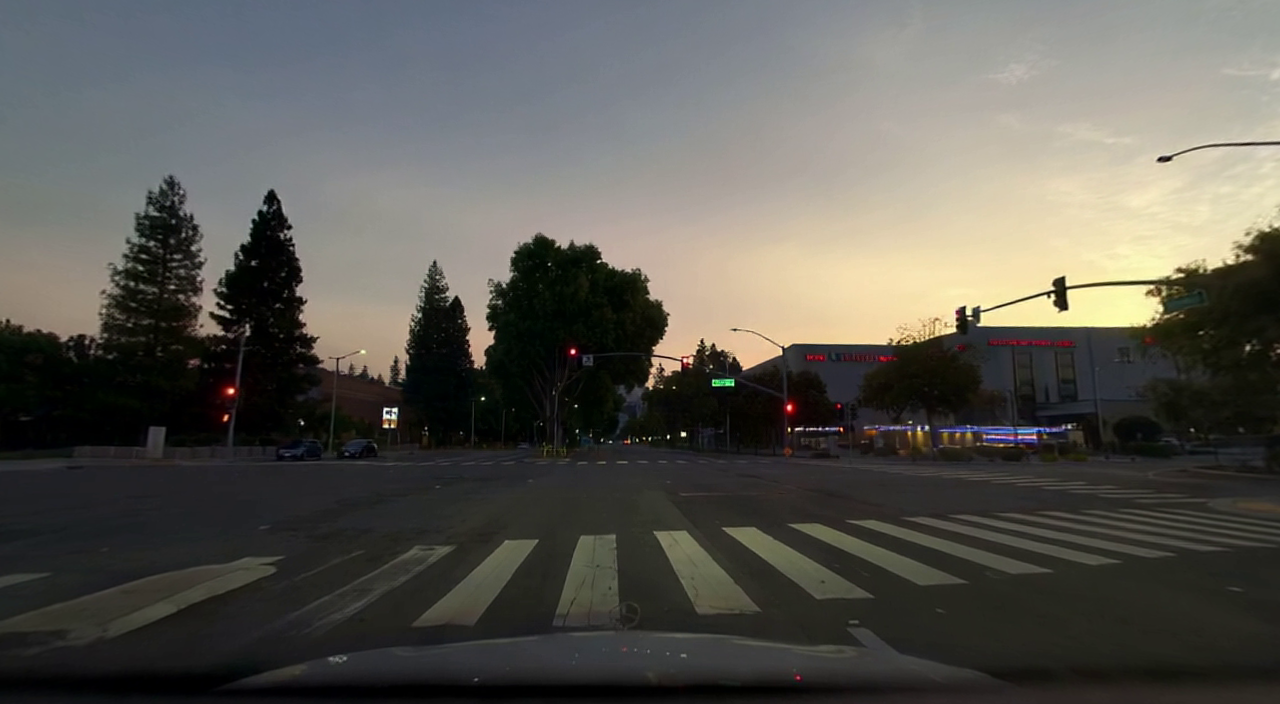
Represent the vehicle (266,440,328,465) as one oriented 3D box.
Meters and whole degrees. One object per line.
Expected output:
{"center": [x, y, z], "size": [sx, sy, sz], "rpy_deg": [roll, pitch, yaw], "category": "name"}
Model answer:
{"center": [-21.855, 6.407, 40.426], "size": [2.005, 1.496, 4.020], "rpy_deg": [1, -9, -6], "category": "vehicle"}
